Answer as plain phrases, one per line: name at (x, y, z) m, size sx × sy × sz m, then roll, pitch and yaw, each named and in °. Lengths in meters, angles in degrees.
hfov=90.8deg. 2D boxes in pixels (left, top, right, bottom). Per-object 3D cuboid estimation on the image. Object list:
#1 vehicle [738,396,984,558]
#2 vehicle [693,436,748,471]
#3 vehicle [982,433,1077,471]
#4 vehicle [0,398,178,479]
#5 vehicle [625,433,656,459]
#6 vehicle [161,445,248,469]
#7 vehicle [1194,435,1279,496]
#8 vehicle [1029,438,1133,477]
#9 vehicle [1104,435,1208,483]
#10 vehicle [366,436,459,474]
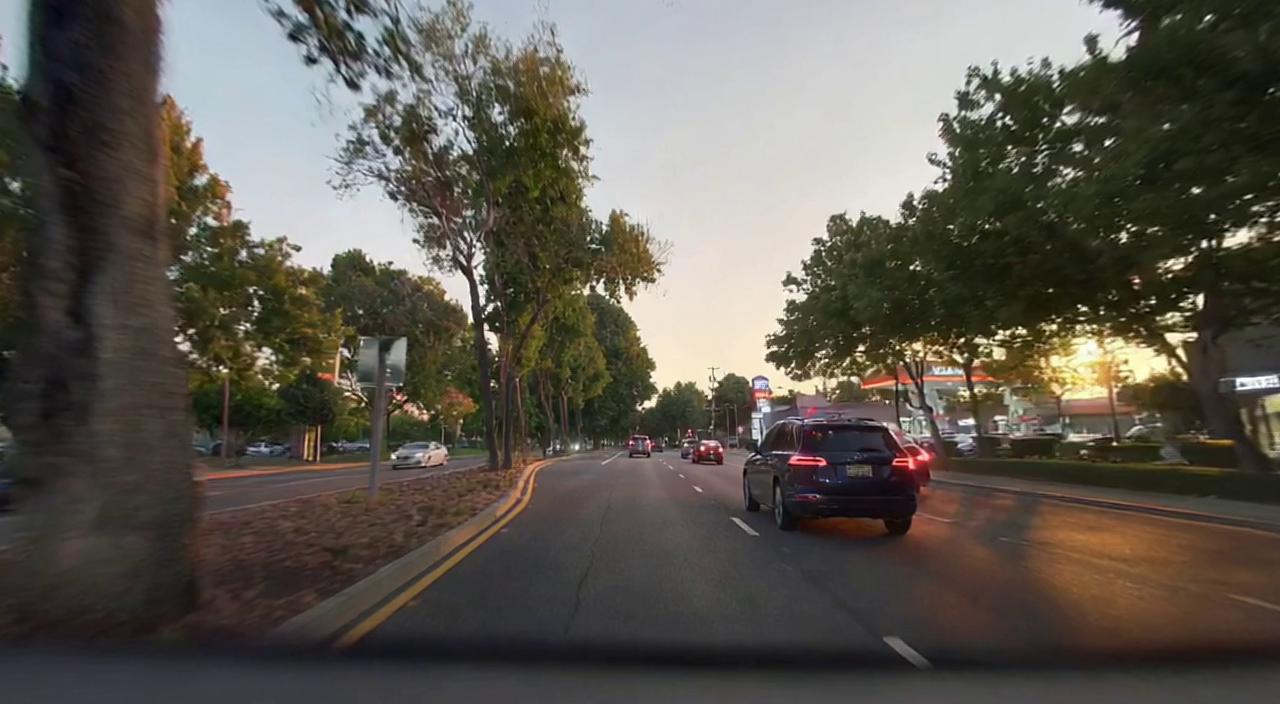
vehicle at (3.037, 1.845, 10.090) m, size 2.038 × 1.917 × 4.900 m, roll 0°, pitch -8°, yaw -1°
vehicle at (3.625, 4.651, 29.137) m, size 1.861 × 1.478 × 4.185 m, roll 0°, pitch -8°, yaw -2°
vehicle at (18.305, 4.665, 29.682) m, size 4.049 × 1.671 × 1.868 m, roll 4°, pitch -9°, yaw -28°
vehicle at (-28.474, 4.492, 32.560) m, size 2.632 × 3.533 × 8.615 m, roll -2°, pitch -8°, yaw 1°
vehicle at (-0.008, 6.658, 44.866) m, size 2.101 × 1.707 × 3.904 m, roll 0°, pitch -8°, yaw 0°
vehicle at (-29.303, 7.060, 42.660) m, size 4.343 × 1.535 × 2.015 m, roll 3°, pitch -9°, yaw -21°
vehicle at (18.637, 3.364, 19.182) m, size 4.933 × 1.472 × 2.039 m, roll 4°, pitch -11°, yaw -43°
vehicle at (18.546, 4.384, 26.501) m, size 4.582 × 1.491 × 2.032 m, roll 6°, pitch -10°, yaw -35°
vehicle at (19.006, 3.869, 23.216) m, size 4.052 × 1.583 × 1.954 m, roll 6°, pitch -10°, yaw -37°
vehicle at (-9.078, 4.147, 25.653) m, size 2.131 × 1.378 × 4.391 m, roll 0°, pitch -8°, yaw 0°
